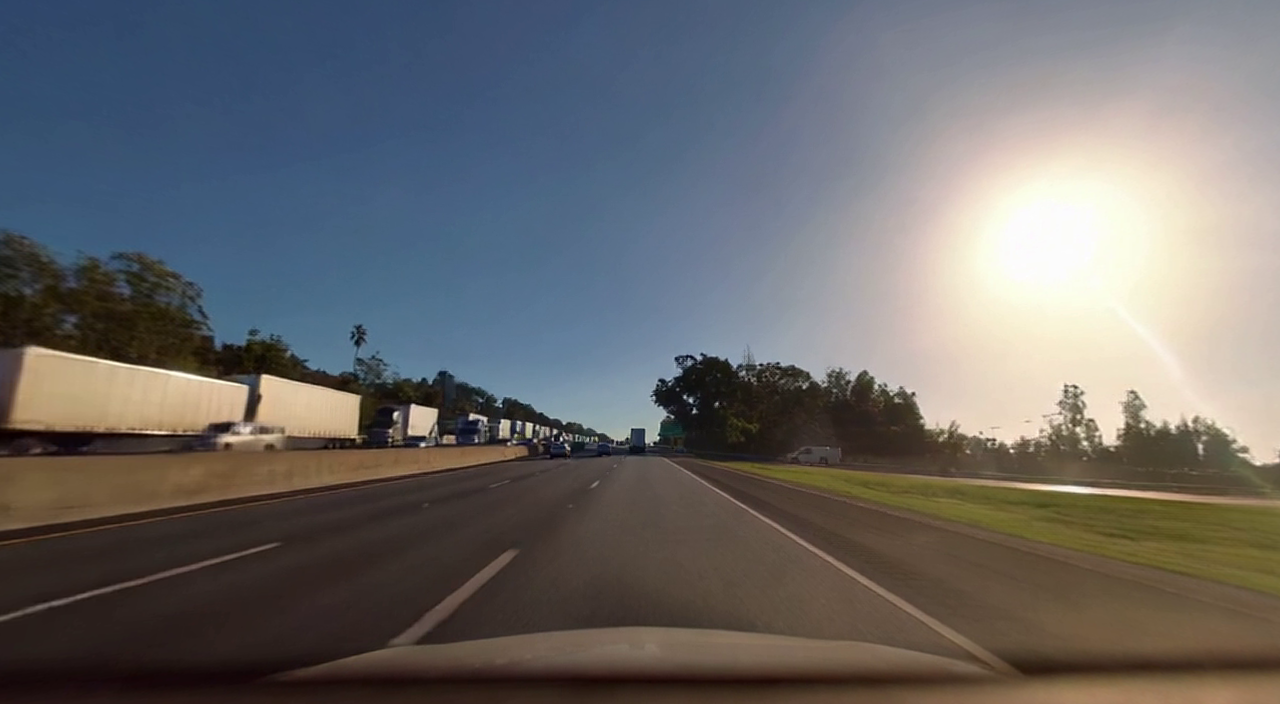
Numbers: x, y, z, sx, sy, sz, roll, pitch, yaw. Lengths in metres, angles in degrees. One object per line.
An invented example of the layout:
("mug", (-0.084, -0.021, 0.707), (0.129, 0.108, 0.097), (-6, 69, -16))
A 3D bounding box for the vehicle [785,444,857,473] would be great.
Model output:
("vehicle", (11.574, 6.852, 40.616), (2.080, 1.725, 4.252), (7, -11, -26))

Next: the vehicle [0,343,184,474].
("vehicle", (-18.804, 1.851, 19.210), (2.774, 3.524, 9.153), (0, -9, 1))

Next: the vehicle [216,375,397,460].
("vehicle", (-18.552, 4.188, 36.979), (2.787, 3.985, 14.192), (0, -9, 0))

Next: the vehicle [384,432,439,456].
("vehicle", (-14.455, 5.882, 40.177), (1.915, 1.479, 4.154), (0, -9, 1))

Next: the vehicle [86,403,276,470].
("vehicle", (-14.022, 2.705, 19.799), (2.133, 1.816, 5.142), (0, -9, -1))
